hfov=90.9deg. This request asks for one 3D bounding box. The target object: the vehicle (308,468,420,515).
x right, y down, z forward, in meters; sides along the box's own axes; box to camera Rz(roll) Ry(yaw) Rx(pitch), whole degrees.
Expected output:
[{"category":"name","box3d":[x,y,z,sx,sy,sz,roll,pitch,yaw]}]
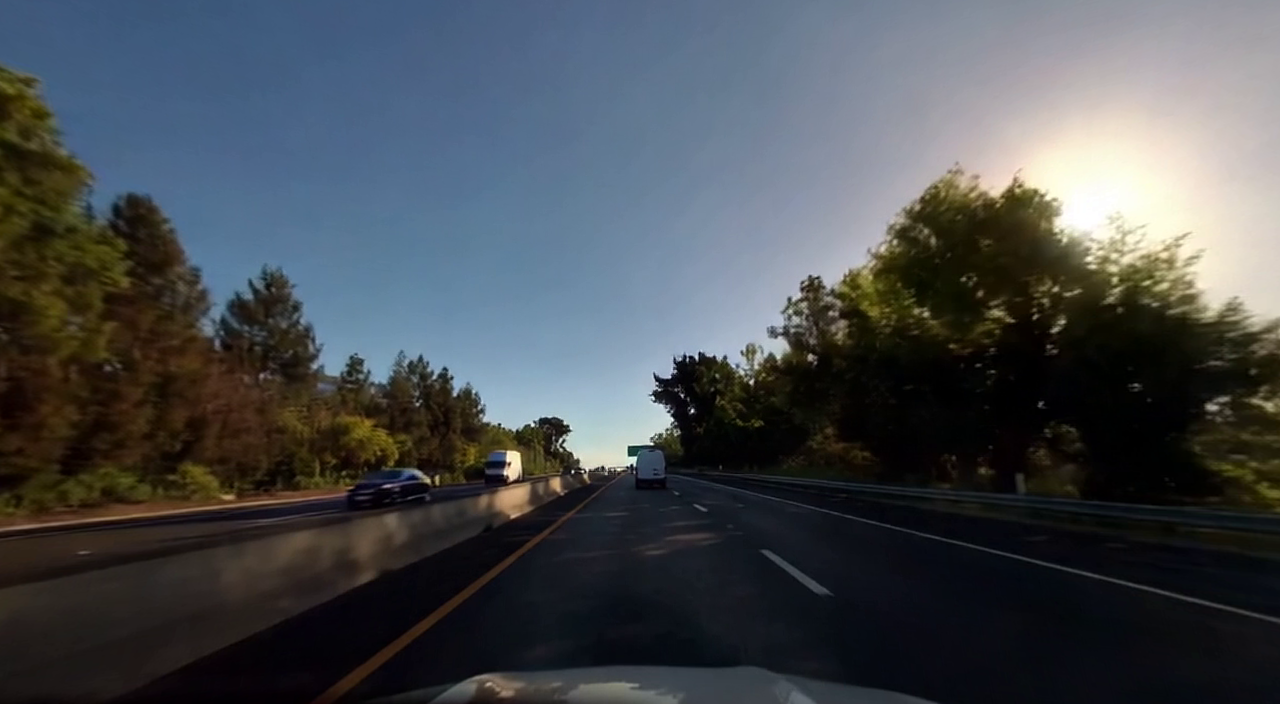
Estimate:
[{"category":"vehicle","box3d":[-10.385,5.265,24.145,2.124,1.545,4.545,1,-11,1]}]

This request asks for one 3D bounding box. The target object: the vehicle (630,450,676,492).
[{"category":"vehicle","box3d":[0.666,6.866,36.409,2.429,2.167,4.558,1,-11,-1]}]
